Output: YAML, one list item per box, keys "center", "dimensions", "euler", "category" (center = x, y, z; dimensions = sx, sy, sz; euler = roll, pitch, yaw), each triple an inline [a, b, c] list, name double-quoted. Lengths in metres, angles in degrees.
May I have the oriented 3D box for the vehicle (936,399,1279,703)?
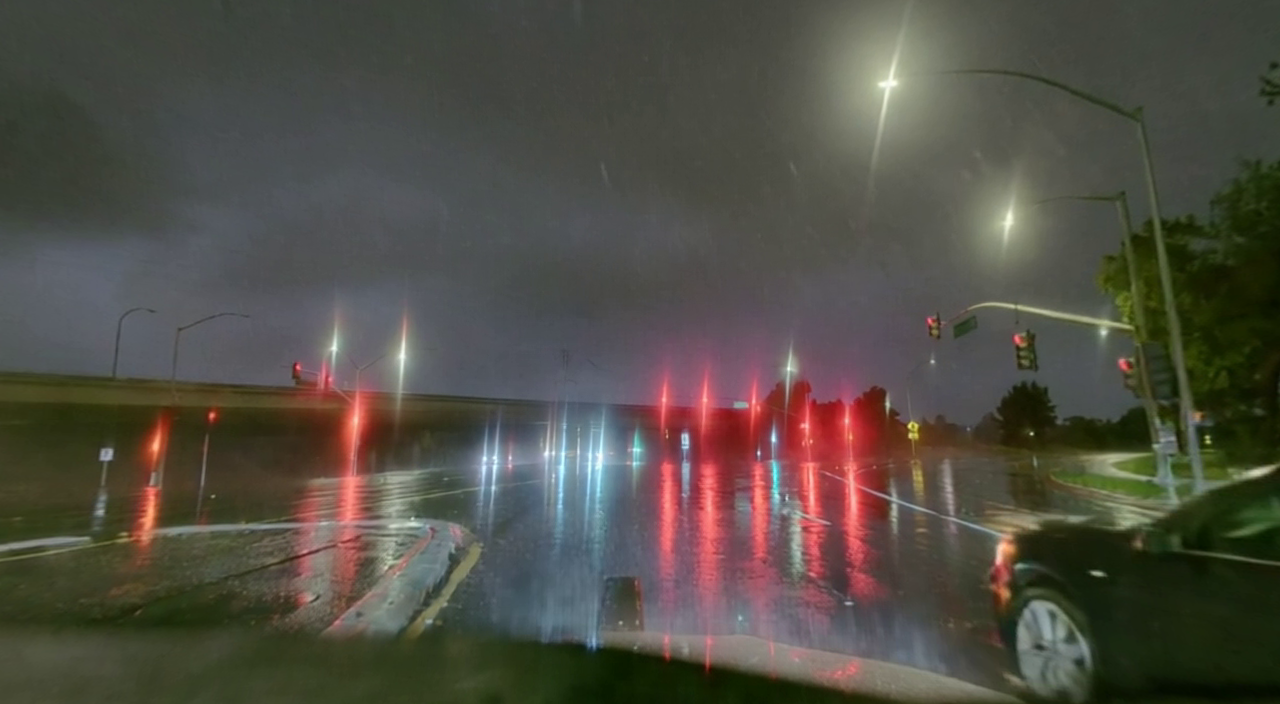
- center: [2.802, 0.815, 1.583]
  dimensions: [1.909, 1.425, 4.521]
  euler: [0, -9, 0]
  category: "vehicle"
